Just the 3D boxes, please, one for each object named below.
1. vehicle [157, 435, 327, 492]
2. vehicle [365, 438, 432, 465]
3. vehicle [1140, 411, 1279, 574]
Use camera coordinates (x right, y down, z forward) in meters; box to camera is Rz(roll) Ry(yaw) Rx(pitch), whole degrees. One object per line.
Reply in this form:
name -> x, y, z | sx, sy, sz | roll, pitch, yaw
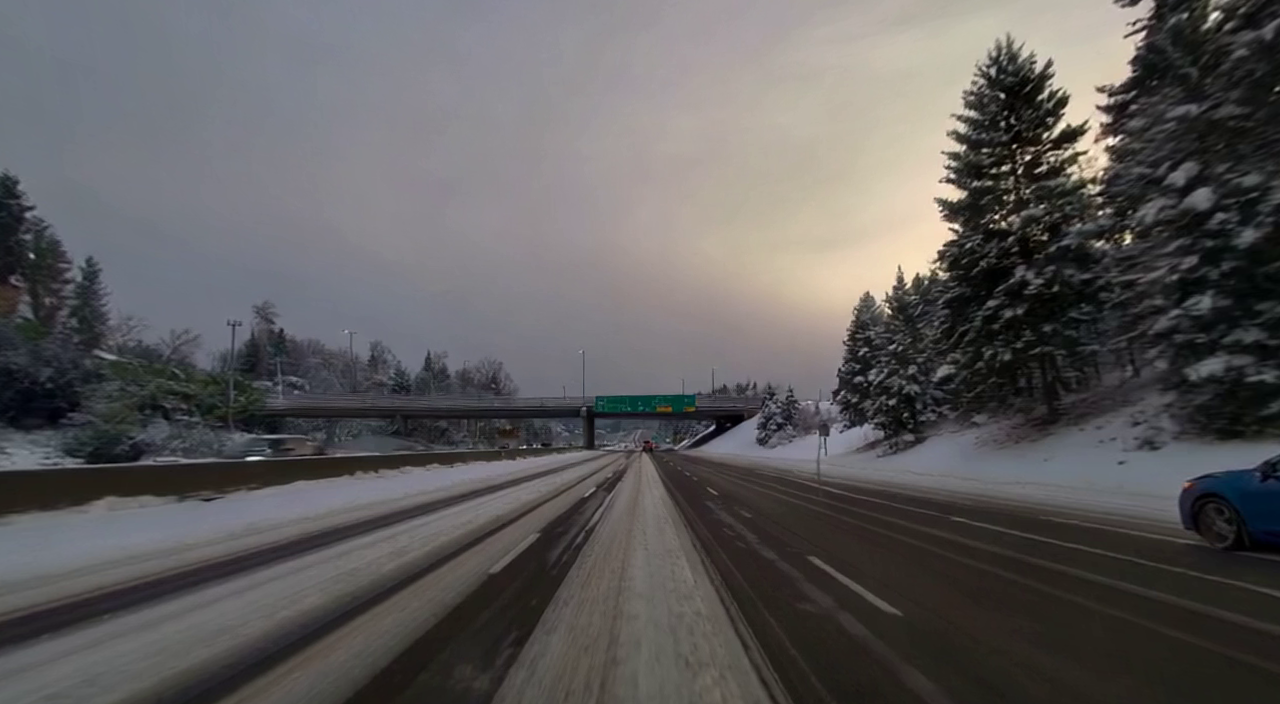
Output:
vehicle -> -11.508, 3.237, 18.724 | 1.907, 1.475, 4.661 | 0, -8, 1
vehicle -> -14.656, 6.069, 38.549 | 1.990, 1.513, 5.047 | 0, -8, 1
vehicle -> 7.570, 1.345, 5.817 | 2.031, 1.651, 4.791 | 0, -8, 1
